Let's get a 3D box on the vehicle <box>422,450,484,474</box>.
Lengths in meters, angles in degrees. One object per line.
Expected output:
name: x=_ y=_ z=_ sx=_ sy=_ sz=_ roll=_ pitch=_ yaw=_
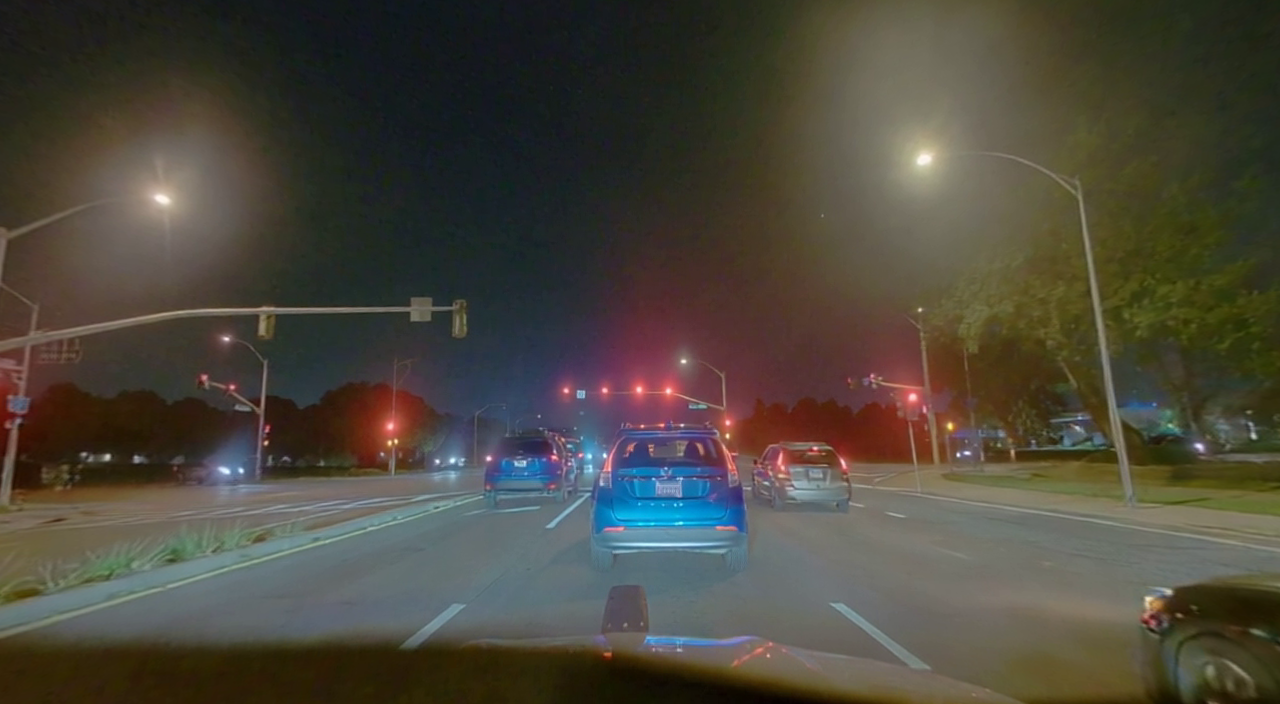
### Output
vehicle: x=-12.741 y=7.451 z=42.818 sx=4.308 sy=1.497 sz=1.876 roll=-7 pitch=-11 yaw=39

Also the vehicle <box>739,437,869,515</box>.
vehicle: x=3.710 y=2.871 z=15.083 sx=1.954 sy=1.592 sz=3.992 roll=0 pitch=-9 yaw=-1

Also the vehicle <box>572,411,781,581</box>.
vehicle: x=0.367 y=1.834 z=8.842 sx=2.172 sy=1.764 sz=4.338 roll=0 pitch=-8 yaw=0

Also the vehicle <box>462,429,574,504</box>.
vehicle: x=-3.270 y=3.193 z=18.022 sx=2.209 sy=1.828 sz=4.847 roll=0 pitch=-9 yaw=0

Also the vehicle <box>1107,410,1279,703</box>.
vehicle: x=3.440 y=0.751 z=0.898 sx=1.958 sy=1.500 sz=4.687 roll=0 pitch=-8 yaw=0

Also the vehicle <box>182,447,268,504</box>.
vehicle: x=-13.583 y=3.965 z=20.860 sx=1.926 sy=1.636 sz=4.395 roll=4 pitch=-10 yaw=-29
